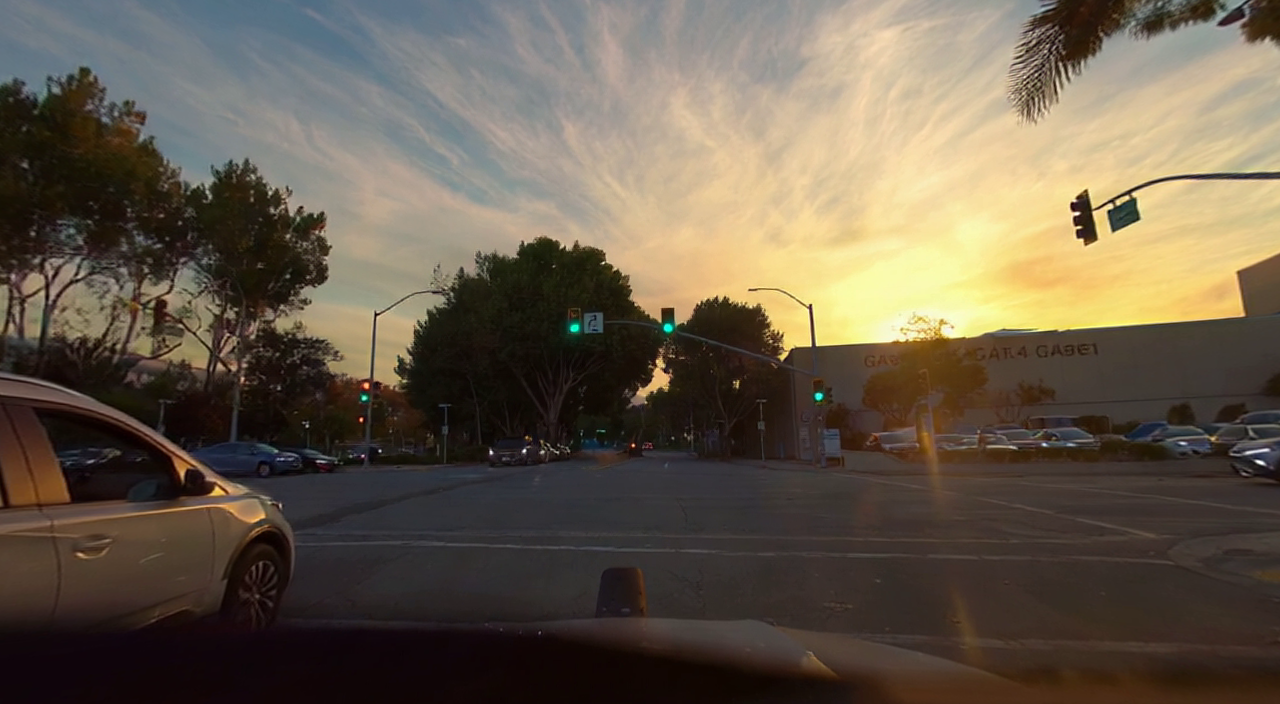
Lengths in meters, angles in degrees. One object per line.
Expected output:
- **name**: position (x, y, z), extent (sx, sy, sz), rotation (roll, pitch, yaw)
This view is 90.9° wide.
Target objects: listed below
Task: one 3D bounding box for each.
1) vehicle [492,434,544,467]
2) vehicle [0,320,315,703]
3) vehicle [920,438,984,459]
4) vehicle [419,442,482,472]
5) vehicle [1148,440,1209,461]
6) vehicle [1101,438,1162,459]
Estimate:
- **vehicle**: position (-7.168, 5.854, 37.464), extent (2.081, 1.818, 4.782), rotation (0, -8, 1)
- **vehicle**: position (-3.476, 0.786, 2.492), extent (2.000, 1.789, 4.638), rotation (0, -8, -2)
- **vehicle**: position (21.468, 6.644, 43.400), extent (3.576, 1.425, 1.702), rotation (2, -8, -11)
- **vehicle**: position (-10.638, 5.911, 35.716), extent (2.041, 1.548, 4.868), rotation (0, -8, 0)
- **vehicle**: position (41.151, 7.560, 48.266), extent (1.767, 1.456, 4.191), rotation (-4, -11, 15)
- **vehicle**: position (38.476, 7.552, 49.503), extent (1.837, 1.514, 4.786), rotation (-2, -9, 13)
